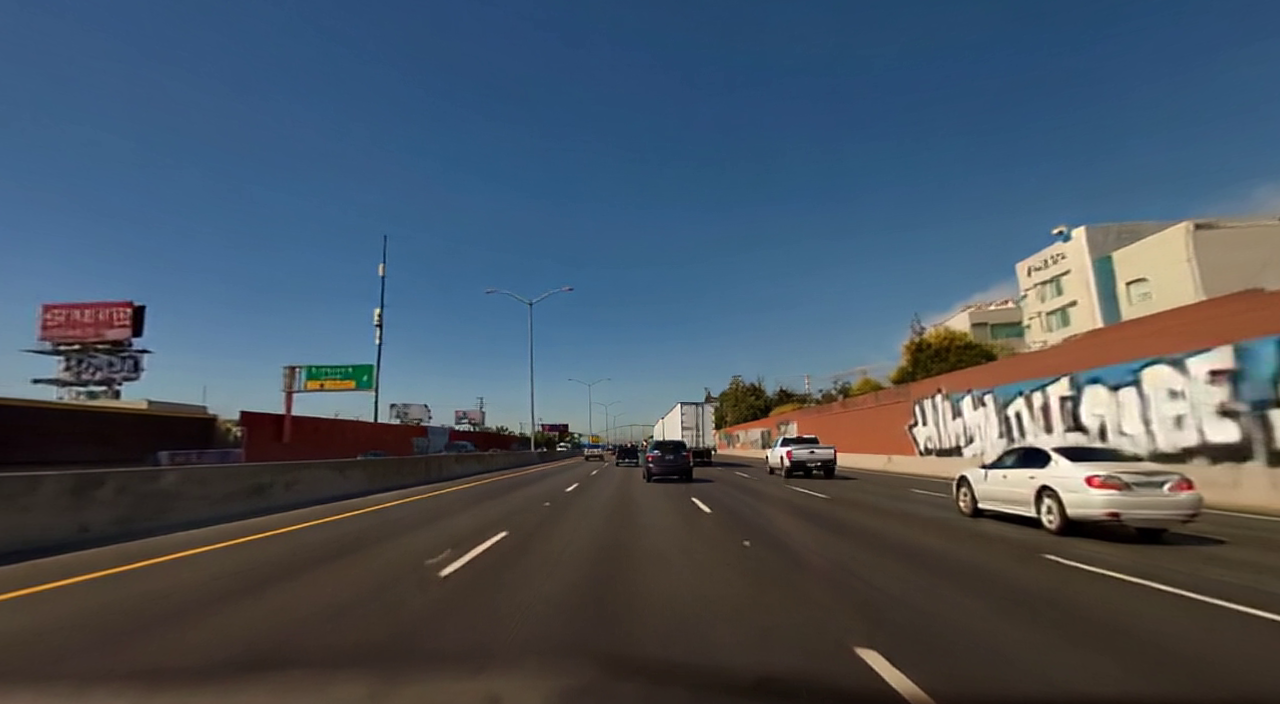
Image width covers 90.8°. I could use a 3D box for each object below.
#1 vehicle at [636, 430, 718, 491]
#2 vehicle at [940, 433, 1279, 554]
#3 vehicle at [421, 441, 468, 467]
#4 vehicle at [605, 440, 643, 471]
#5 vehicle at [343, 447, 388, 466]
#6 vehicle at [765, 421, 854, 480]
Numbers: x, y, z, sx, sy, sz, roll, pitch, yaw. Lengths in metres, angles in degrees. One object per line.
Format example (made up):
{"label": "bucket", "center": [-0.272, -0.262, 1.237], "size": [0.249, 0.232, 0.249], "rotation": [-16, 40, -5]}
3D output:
{"label": "vehicle", "center": [1.113, 3.706, 21.923], "size": [2.249, 1.843, 5.176], "rotation": [0, -9, -3]}
{"label": "vehicle", "center": [6.994, 2.108, 10.201], "size": [1.915, 1.476, 4.677], "rotation": [0, -9, -1]}
{"label": "vehicle", "center": [-10.825, 5.668, 35.189], "size": [1.610, 1.395, 3.344], "rotation": [0, -9, -1]}
{"label": "vehicle", "center": [-0.905, 5.936, 36.251], "size": [2.073, 1.640, 3.990], "rotation": [0, -9, -1]}
{"label": "vehicle", "center": [-21.351, 8.140, 49.278], "size": [1.816, 1.433, 3.861], "rotation": [0, -9, -1]}
{"label": "vehicle", "center": [7.522, 4.489, 28.927], "size": [2.322, 2.360, 6.433], "rotation": [0, -9, 0]}
